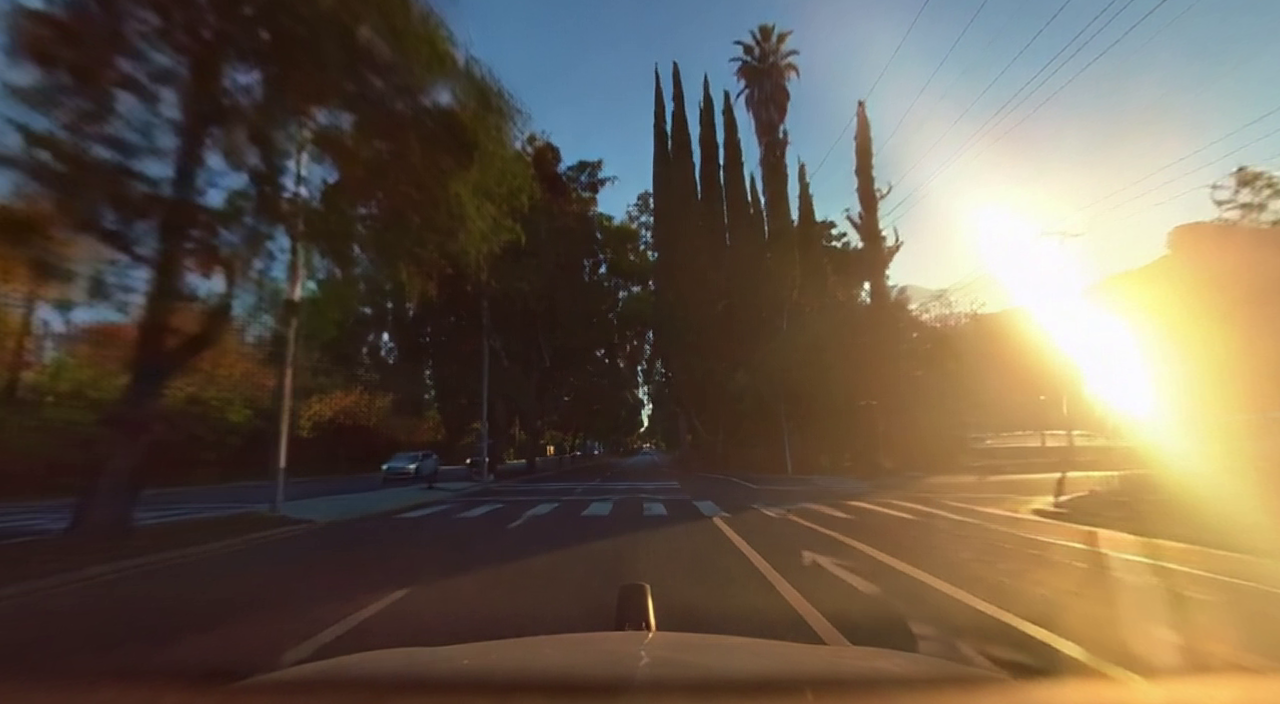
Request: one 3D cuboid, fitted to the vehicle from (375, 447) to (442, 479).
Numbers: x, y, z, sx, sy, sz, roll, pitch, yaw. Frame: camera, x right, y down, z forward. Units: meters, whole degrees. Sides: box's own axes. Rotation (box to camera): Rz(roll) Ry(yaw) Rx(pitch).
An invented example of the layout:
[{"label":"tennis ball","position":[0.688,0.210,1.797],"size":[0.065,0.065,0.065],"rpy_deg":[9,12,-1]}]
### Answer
[{"label":"vehicle","position":[-13.435,6.456,36.903],"size":[2.035,1.693,4.625],"rpy_deg":[0,-8,1]}]
